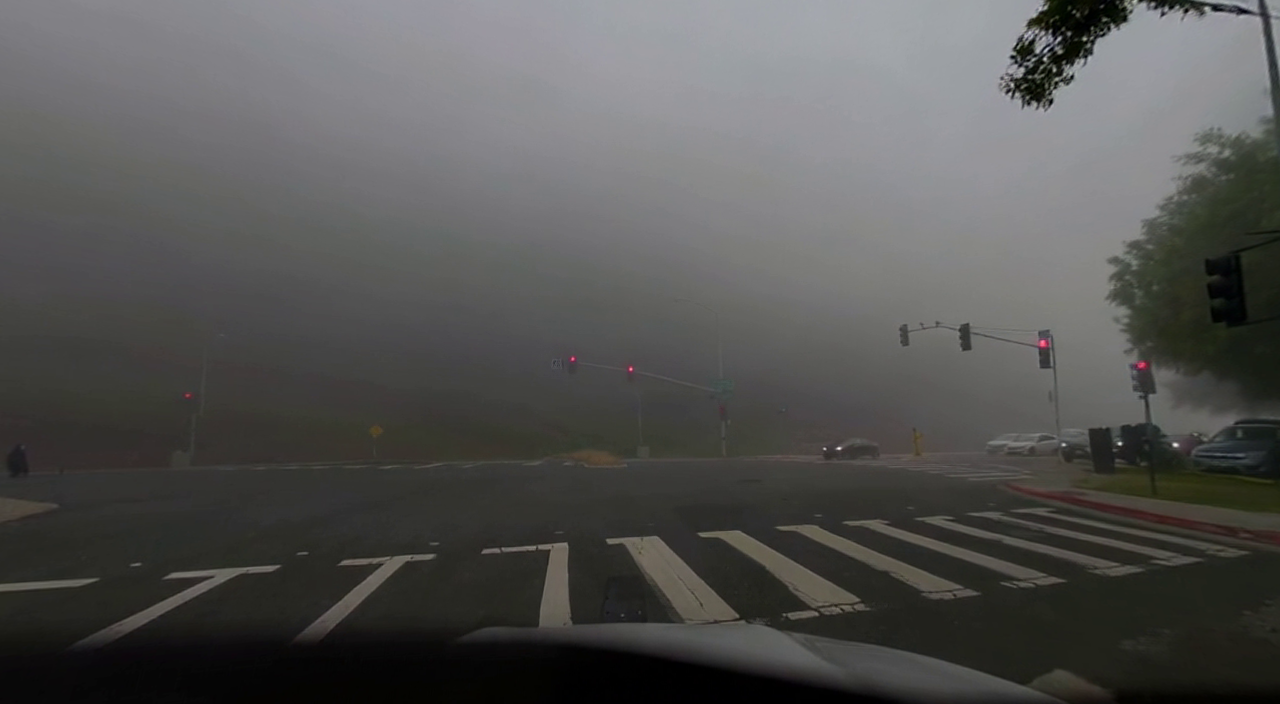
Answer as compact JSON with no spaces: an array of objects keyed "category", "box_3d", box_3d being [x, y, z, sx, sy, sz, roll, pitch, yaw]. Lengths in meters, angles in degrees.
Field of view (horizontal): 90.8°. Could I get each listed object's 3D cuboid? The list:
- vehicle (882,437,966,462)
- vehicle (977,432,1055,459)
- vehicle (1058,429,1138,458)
[{"category":"vehicle","box_3d":[18.711,6.421,41.624,5.234,1.549,1.982,4,-9,-24]},{"category":"vehicle","box_3d":[26.961,6.724,45.269,5.032,1.828,2.183,4,-9,-24]},{"category":"vehicle","box_3d":[36.094,7.194,49.731,6.148,2.119,2.473,4,-10,-28]}]
